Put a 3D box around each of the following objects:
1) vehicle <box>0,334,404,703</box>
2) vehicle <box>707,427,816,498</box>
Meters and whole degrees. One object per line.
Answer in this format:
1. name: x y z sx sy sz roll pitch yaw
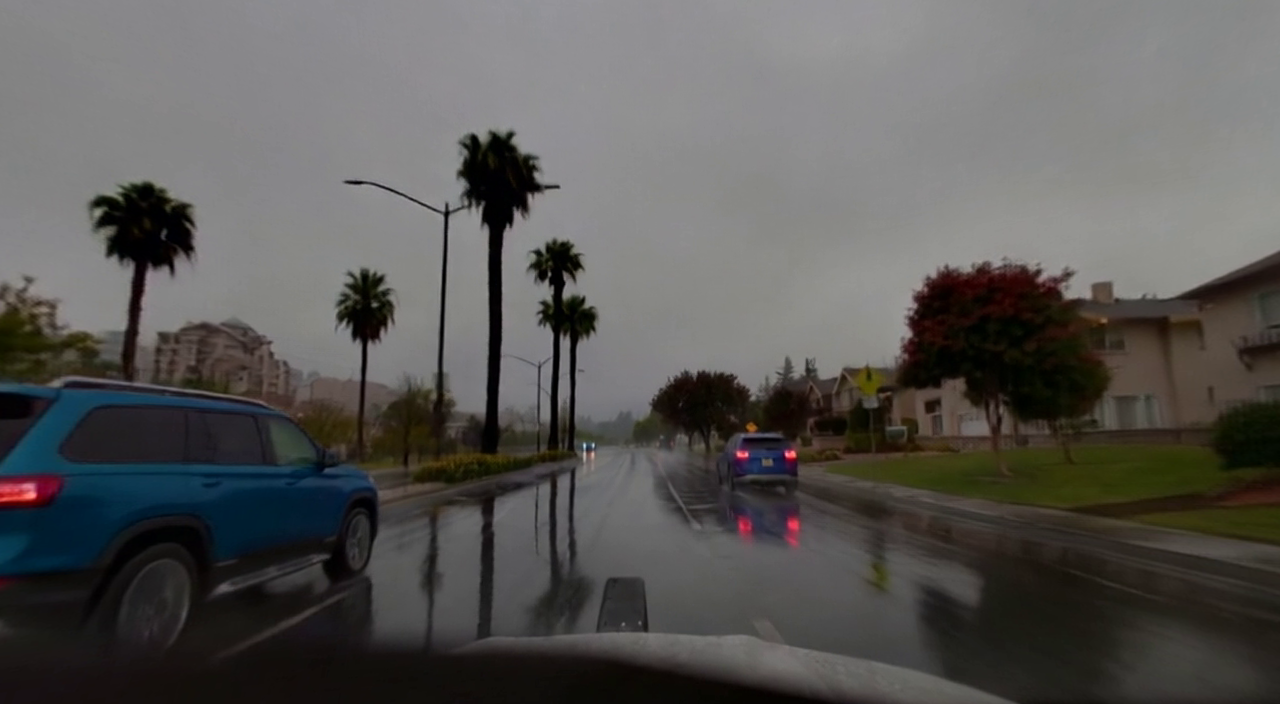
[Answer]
1. vehicle: -3.899 1.141 4.943 2.150 1.768 4.868 0 -9 0
2. vehicle: 3.373 3.189 18.551 2.195 1.804 4.658 0 -9 -1
